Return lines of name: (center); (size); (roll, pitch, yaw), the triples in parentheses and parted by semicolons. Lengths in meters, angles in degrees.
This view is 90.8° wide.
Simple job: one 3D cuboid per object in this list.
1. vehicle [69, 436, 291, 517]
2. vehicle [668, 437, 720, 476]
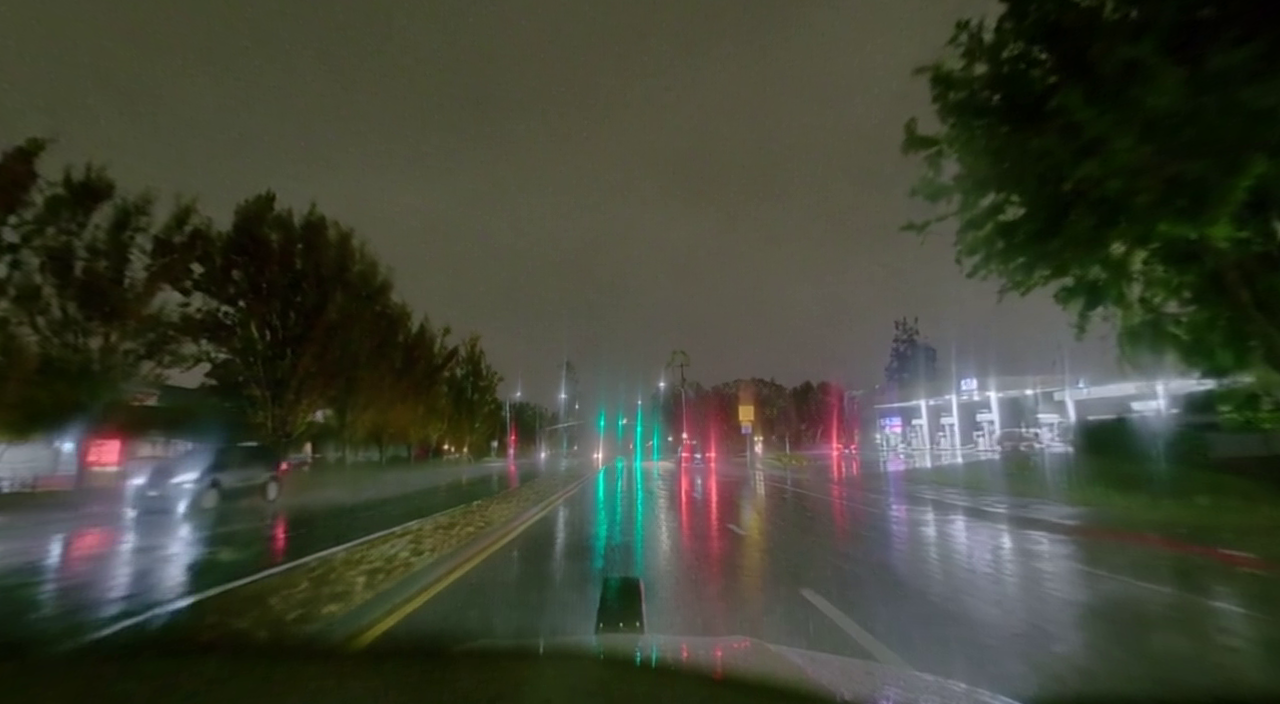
vehicle: (-12.801, 3.451, 18.208); (2.379, 1.967, 5.195); (-1, -8, 1)
vehicle: (2.712, 5.392, 32.781); (2.115, 1.840, 4.777); (0, -8, -1)
